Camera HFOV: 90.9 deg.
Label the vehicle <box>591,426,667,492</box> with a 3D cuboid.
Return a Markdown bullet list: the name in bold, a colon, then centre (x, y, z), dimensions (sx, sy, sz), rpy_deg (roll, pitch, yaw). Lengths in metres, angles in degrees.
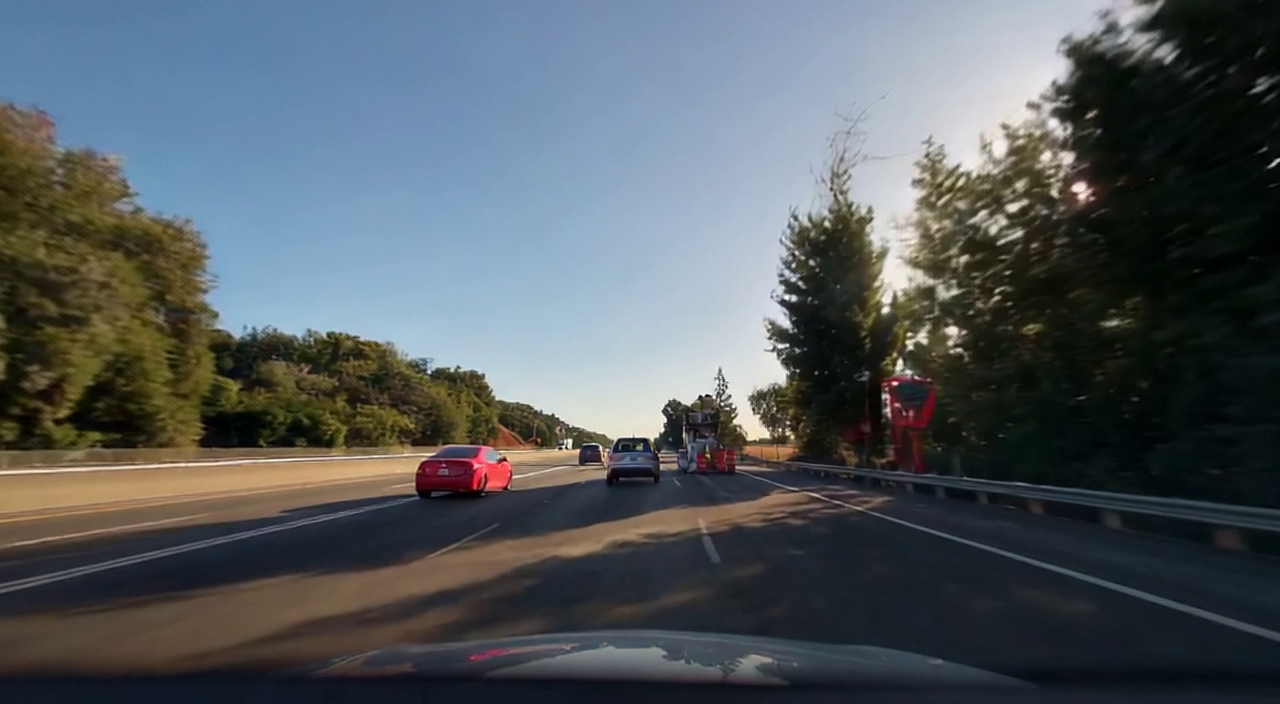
- **vehicle**: centre (-0.255, 3.593, 21.522), dimensions (2.308, 1.993, 4.631), rpy_deg (0, -8, 2)

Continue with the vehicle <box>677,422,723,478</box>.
- **vehicle**: centre (4.404, 7.433, 48.058), dimensions (2.793, 3.828, 9.580), rpy_deg (0, -8, 2)

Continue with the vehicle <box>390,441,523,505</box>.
- **vehicle**: centre (-4.635, 3.114, 16.731), dimensions (2.096, 1.469, 4.319), rpy_deg (-1, -8, 2)
